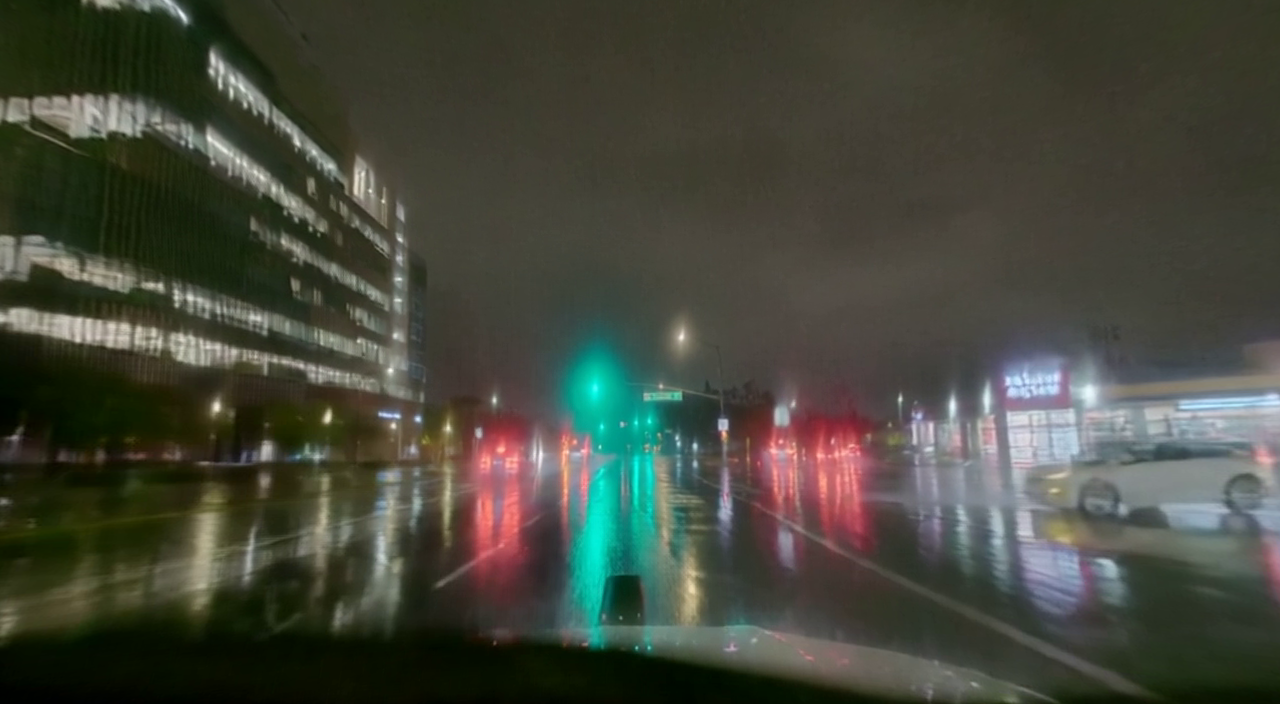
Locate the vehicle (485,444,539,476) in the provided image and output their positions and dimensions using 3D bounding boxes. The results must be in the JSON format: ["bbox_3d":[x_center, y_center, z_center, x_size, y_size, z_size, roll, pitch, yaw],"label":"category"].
[{"bbox_3d":[-6.831,5.780,34.087,1.909,1.605,4.561,0,-9,1],"label":"vehicle"}]

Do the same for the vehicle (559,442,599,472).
[{"bbox_3d":[-3.747,6.535,39.364,2.052,1.729,4.195,0,-9,1],"label":"vehicle"}]

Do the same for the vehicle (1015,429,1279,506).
[{"bbox_3d":[11.265,2.531,14.029,4.513,1.541,1.948,-1,-9,6],"label":"vehicle"}]
